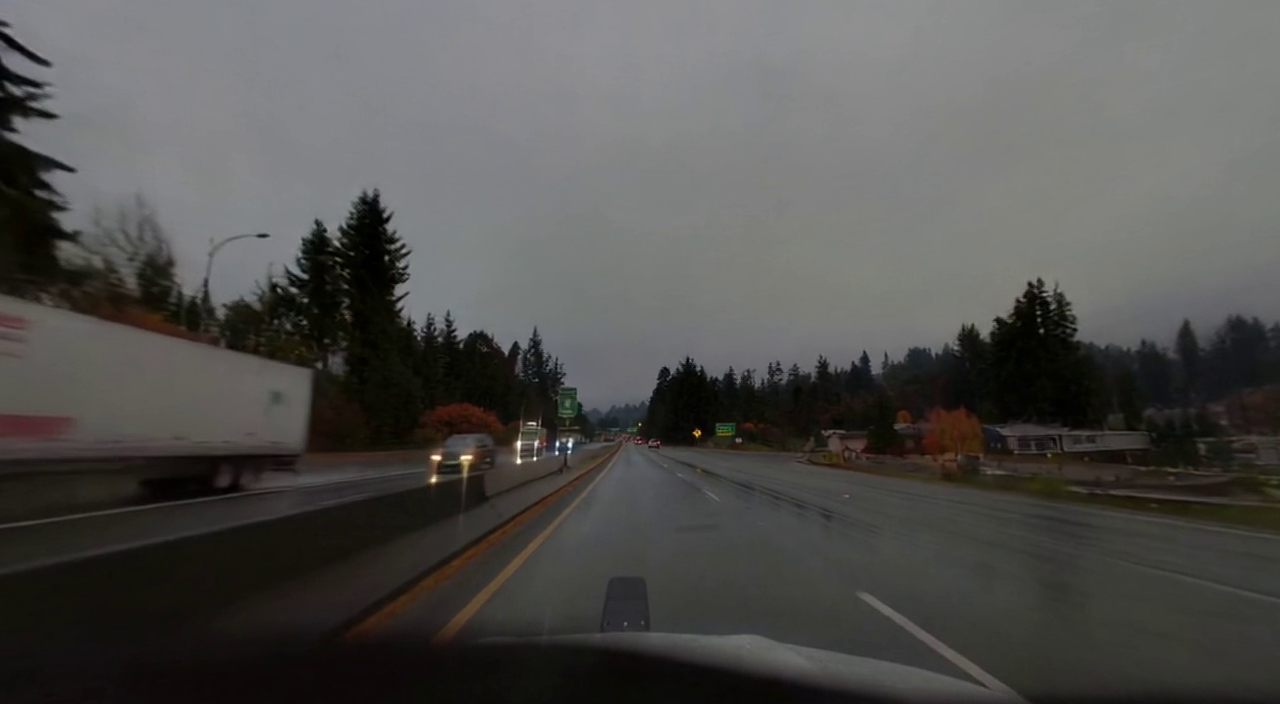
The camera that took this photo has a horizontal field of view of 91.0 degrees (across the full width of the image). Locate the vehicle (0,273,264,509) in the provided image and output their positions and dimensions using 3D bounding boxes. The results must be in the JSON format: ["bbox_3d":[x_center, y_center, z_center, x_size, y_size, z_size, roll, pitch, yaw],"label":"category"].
[{"bbox_3d":[-11.775,0.666,10.375,3.077,3.738,13.263,0,-8,-1],"label":"vehicle"}]

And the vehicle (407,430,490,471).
[{"bbox_3d":[-7.955,4.147,26.659,1.993,1.550,4.775,0,-8,0],"label":"vehicle"}]
